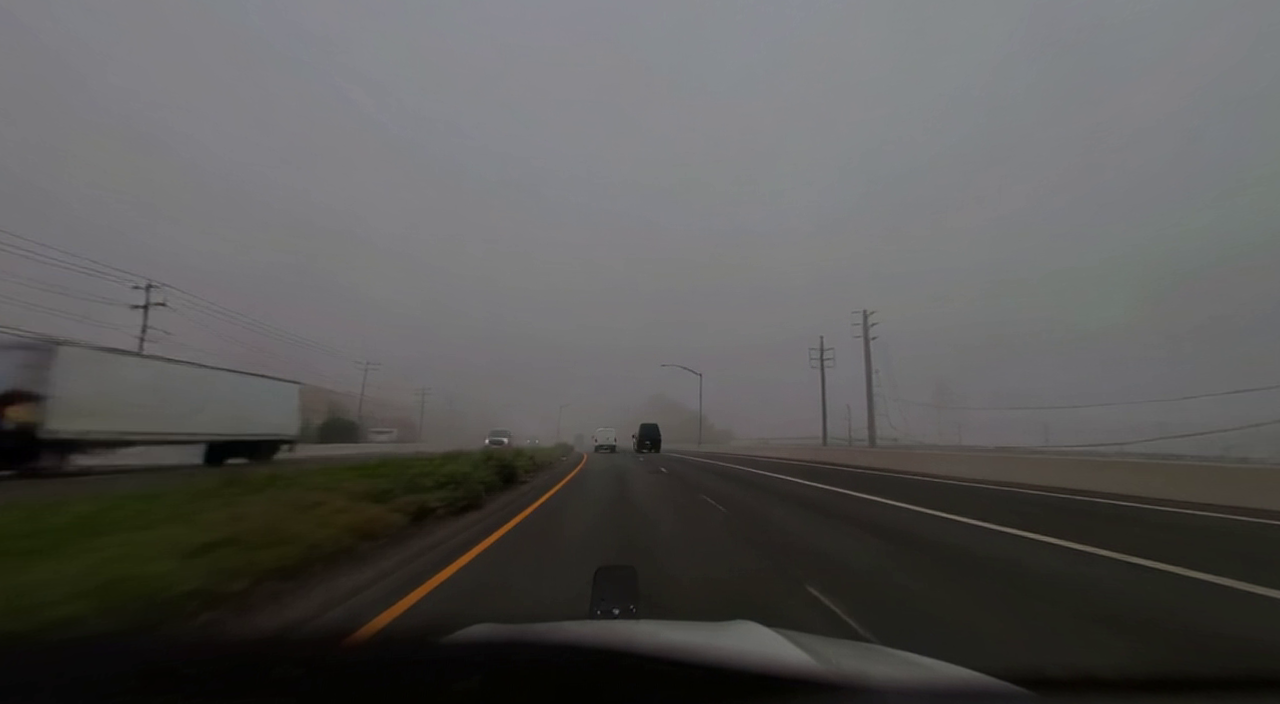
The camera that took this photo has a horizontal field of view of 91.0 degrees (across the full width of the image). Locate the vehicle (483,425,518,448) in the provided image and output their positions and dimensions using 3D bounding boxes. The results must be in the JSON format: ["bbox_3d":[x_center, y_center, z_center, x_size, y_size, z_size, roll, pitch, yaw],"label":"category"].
[{"bbox_3d":[-9.846,6.037,44.662,1.734,1.560,3.682,0,-8,-2],"label":"vehicle"}]

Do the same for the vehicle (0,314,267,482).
[{"bbox_3d":[-15.575,1.636,18.173,3.028,3.625,11.168,0,-8,-1],"label":"vehicle"}]
